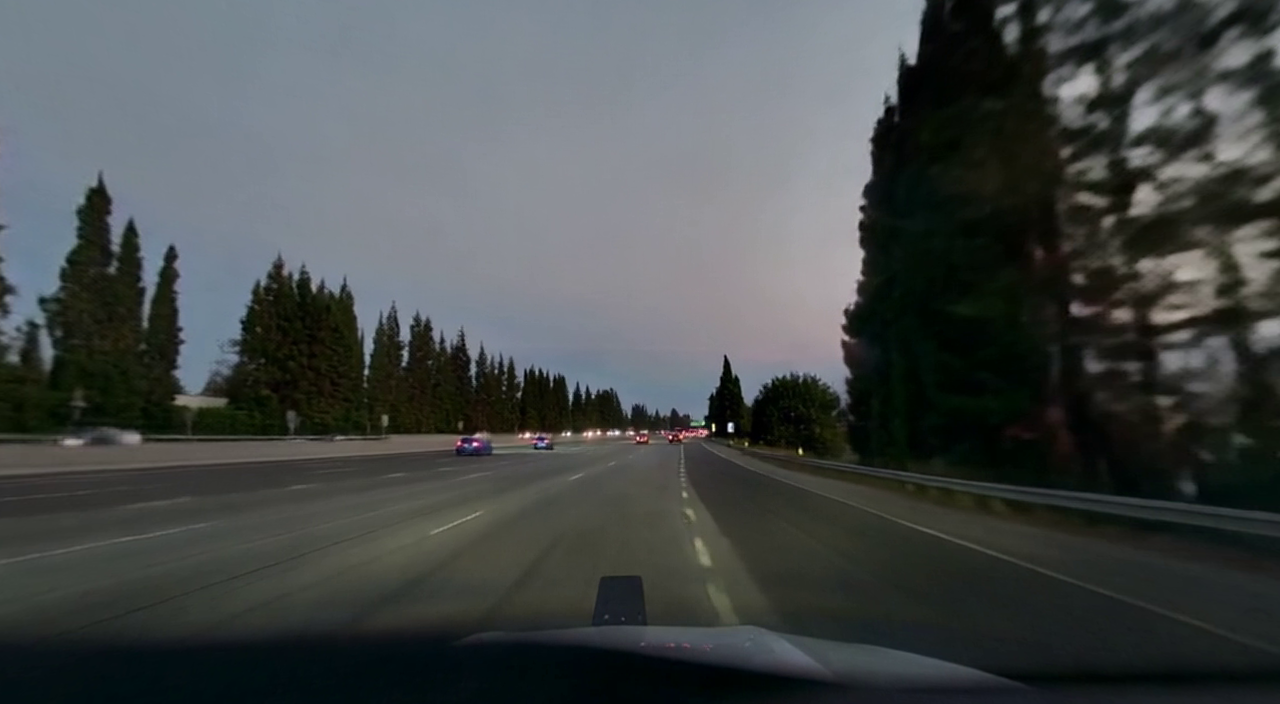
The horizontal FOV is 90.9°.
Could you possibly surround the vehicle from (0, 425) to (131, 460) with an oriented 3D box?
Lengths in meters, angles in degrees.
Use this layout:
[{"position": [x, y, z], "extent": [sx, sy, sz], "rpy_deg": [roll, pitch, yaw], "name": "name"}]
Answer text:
[{"position": [-33.738, 5.320, 37.150], "extent": [2.354, 1.857, 5.774], "rpy_deg": [-1, -8, 6], "name": "vehicle"}]
